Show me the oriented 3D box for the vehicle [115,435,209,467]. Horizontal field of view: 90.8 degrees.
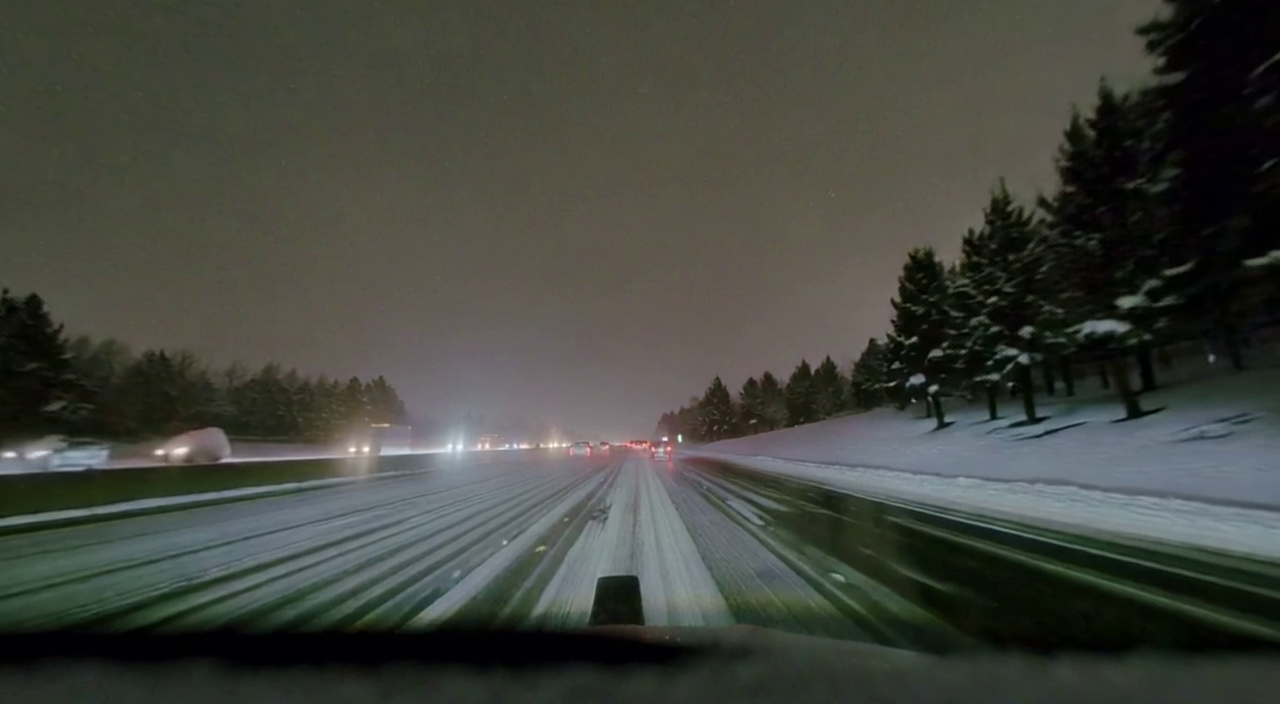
[{"bbox_3d":[-27.877,5.778,37.043,1.953,1.700,4.559,0,-8,0],"label":"vehicle"}]
